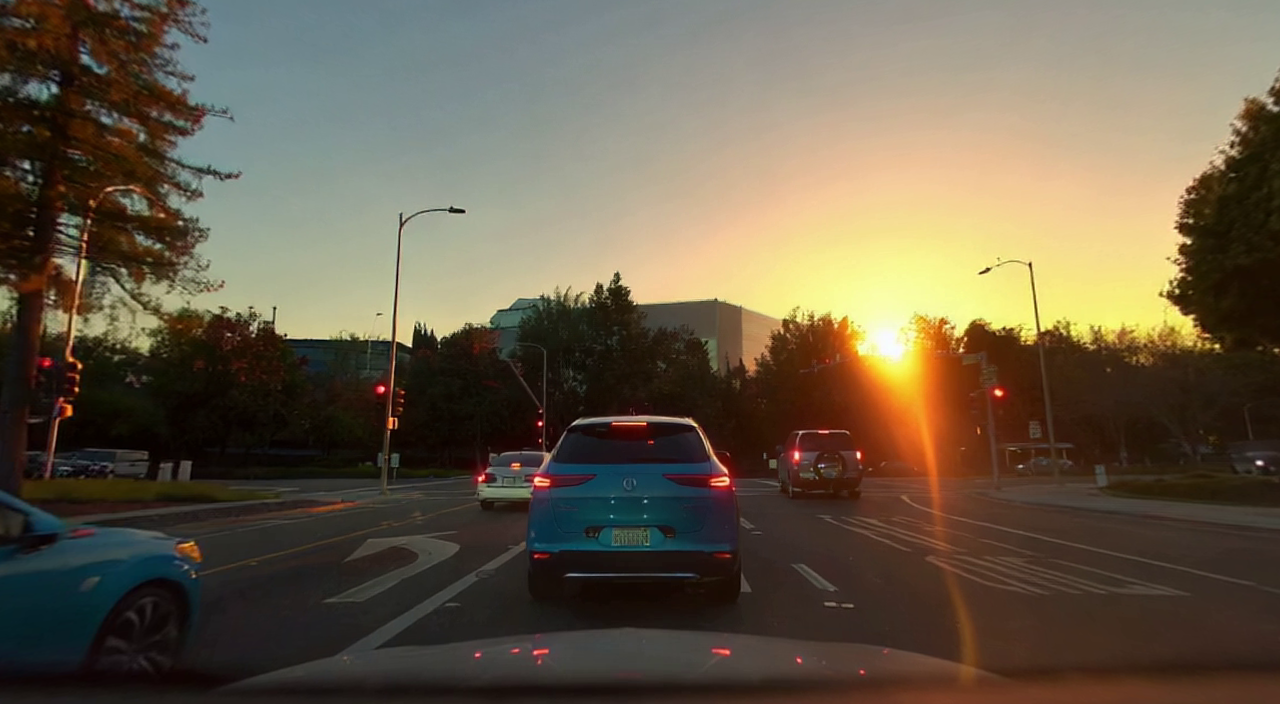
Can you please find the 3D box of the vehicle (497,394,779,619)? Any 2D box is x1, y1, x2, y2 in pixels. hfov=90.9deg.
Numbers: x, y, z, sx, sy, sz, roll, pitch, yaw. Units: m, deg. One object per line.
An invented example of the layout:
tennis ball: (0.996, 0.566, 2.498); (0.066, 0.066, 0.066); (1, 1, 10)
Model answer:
vehicle: (-0.036, 1.527, 7.176); (2.203, 1.757, 4.286); (0, -8, -1)

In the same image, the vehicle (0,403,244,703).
vehicle: (-3.389, 0.801, 1.511); (1.913, 1.453, 4.413); (0, -8, 1)

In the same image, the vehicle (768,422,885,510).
vehicle: (4.813, 2.988, 16.944); (2.084, 2.053, 4.073); (-1, -8, 4)
